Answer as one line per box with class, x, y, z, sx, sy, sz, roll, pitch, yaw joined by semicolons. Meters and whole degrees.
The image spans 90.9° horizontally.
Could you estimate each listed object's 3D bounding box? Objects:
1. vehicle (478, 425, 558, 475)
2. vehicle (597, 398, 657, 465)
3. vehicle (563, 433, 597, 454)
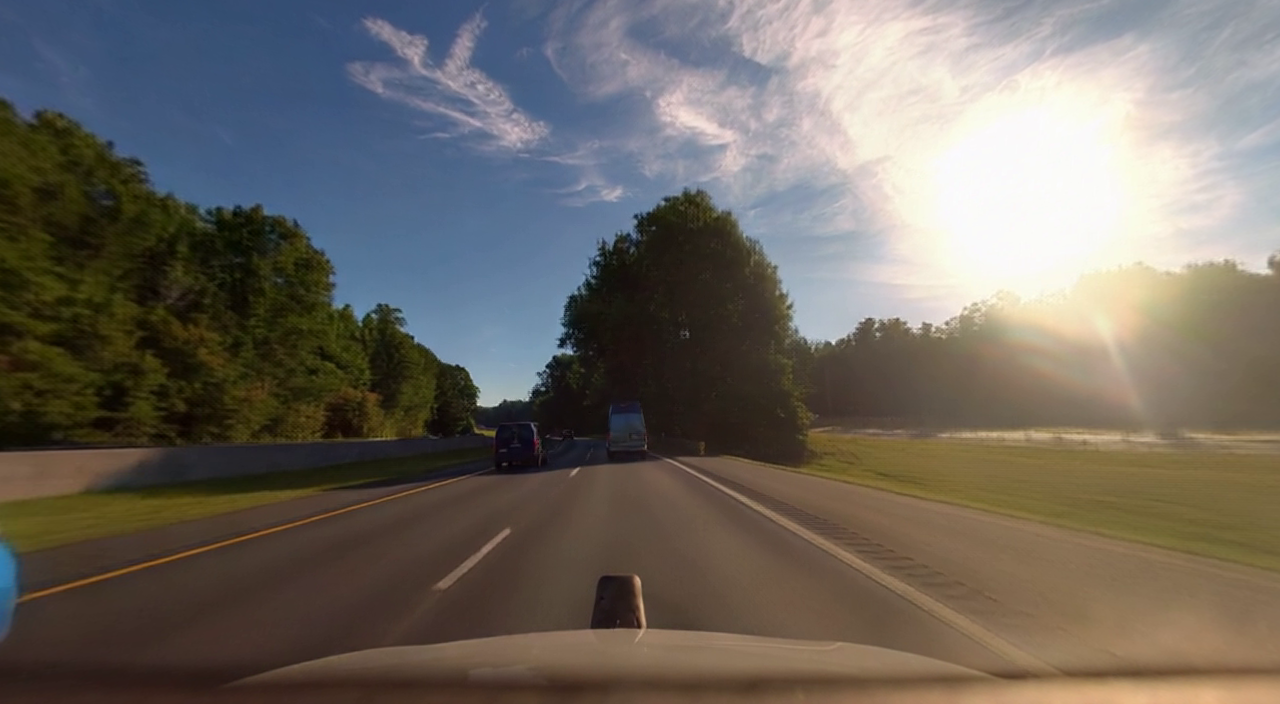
vehicle;-4.393;3.597;23.421;2.110;1.636;4.453;0;-8;-1
vehicle;-0.726;3.922;30.938;2.647;2.896;6.480;0;-8;-3
vehicle;-4.377;6.768;46.859;2.251;1.459;4.236;0;-8;-2
